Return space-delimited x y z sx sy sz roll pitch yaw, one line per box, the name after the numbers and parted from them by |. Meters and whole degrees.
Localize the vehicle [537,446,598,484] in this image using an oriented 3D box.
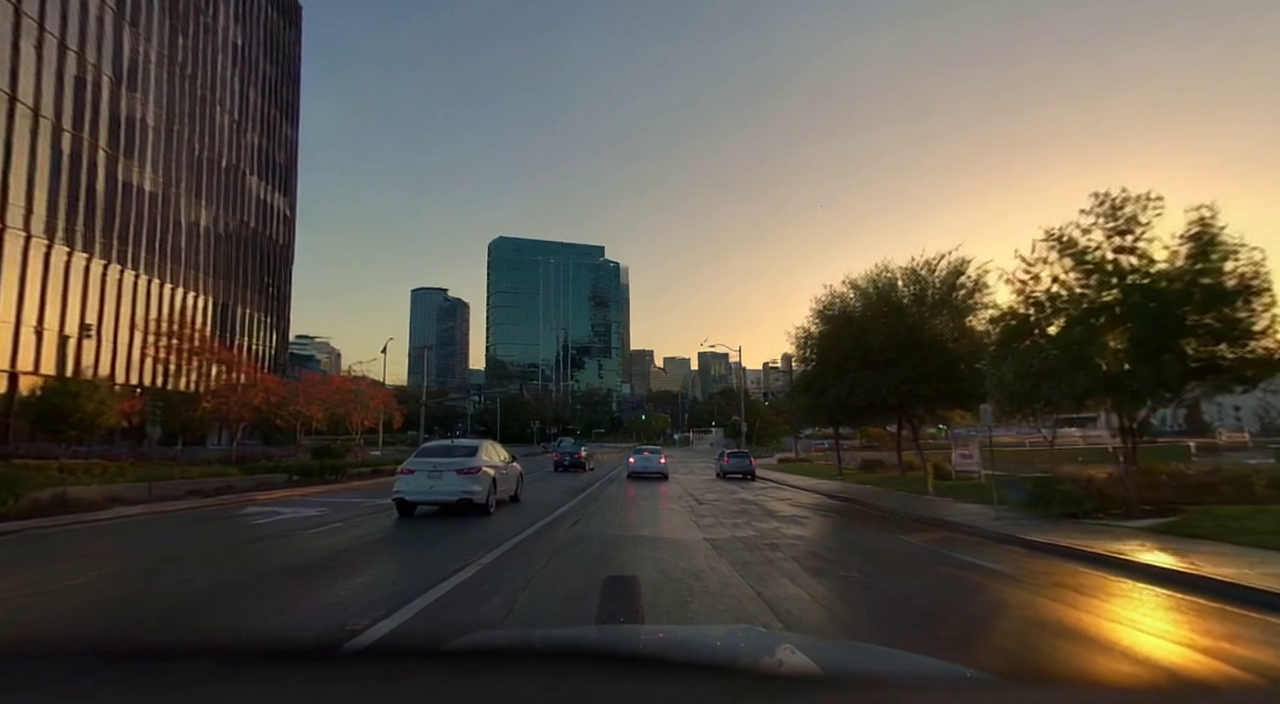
-3.069 4.888 27.627 2.044 1.508 4.479 0 -9 1 | vehicle

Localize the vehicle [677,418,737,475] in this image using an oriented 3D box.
4.310 6.518 43.540 3.074 3.316 12.953 0 -9 1 | vehicle

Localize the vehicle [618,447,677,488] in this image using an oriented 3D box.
0.290 4.631 25.725 2.174 1.509 4.374 0 -9 0 | vehicle

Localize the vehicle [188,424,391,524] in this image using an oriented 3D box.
-7.052 2.475 13.266 1.902 1.765 3.973 0 -9 1 | vehicle

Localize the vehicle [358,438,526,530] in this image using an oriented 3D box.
-3.706 2.538 12.713 1.933 1.520 4.195 0 -9 1 | vehicle

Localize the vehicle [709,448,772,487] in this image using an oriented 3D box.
4.225 4.898 27.149 1.940 1.514 4.187 0 -9 -1 | vehicle
